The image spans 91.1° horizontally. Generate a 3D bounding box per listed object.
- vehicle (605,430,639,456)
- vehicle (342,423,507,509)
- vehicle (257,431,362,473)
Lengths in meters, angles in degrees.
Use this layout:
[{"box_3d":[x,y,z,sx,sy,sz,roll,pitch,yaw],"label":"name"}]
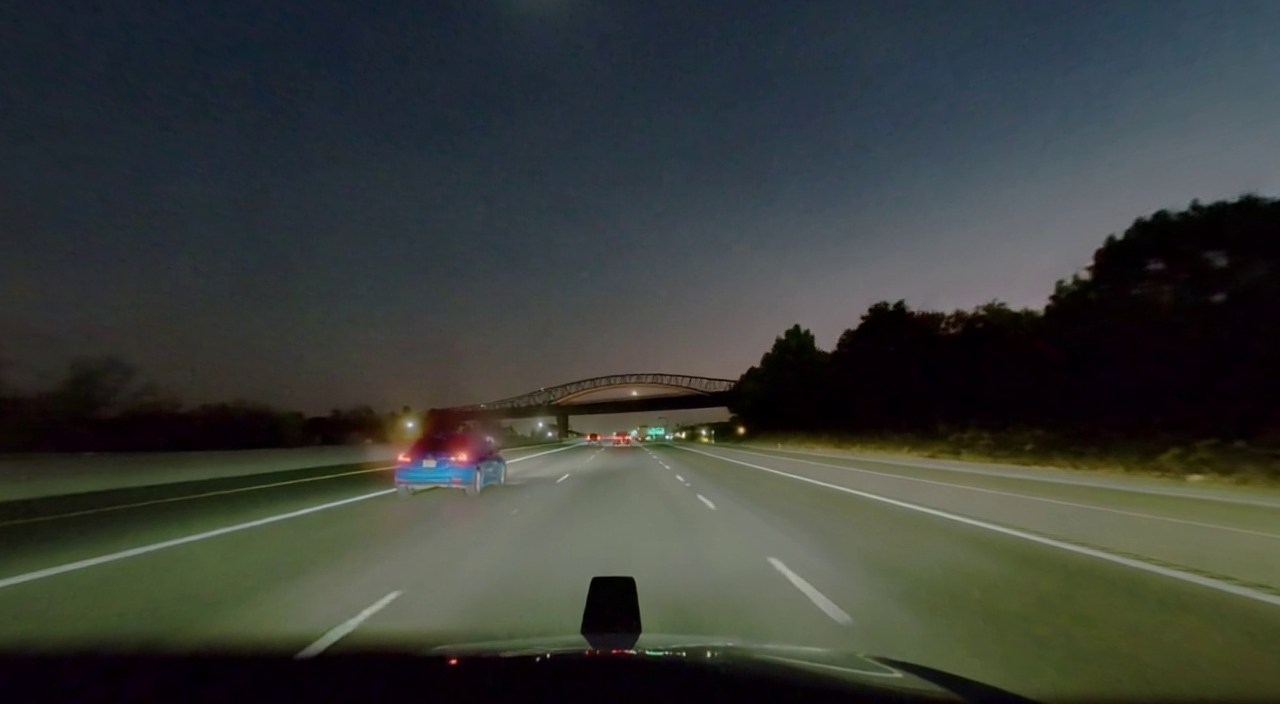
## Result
[{"box_3d":[-1.155,5.938,41.287,2.116,1.625,4.004,0,-8,0],"label":"vehicle"},{"box_3d":[-4.369,2.367,13.644,2.017,1.537,4.496,0,-8,0],"label":"vehicle"},{"box_3d":[-13.699,4.154,26.446,1.960,1.580,4.527,0,-8,0],"label":"vehicle"}]
